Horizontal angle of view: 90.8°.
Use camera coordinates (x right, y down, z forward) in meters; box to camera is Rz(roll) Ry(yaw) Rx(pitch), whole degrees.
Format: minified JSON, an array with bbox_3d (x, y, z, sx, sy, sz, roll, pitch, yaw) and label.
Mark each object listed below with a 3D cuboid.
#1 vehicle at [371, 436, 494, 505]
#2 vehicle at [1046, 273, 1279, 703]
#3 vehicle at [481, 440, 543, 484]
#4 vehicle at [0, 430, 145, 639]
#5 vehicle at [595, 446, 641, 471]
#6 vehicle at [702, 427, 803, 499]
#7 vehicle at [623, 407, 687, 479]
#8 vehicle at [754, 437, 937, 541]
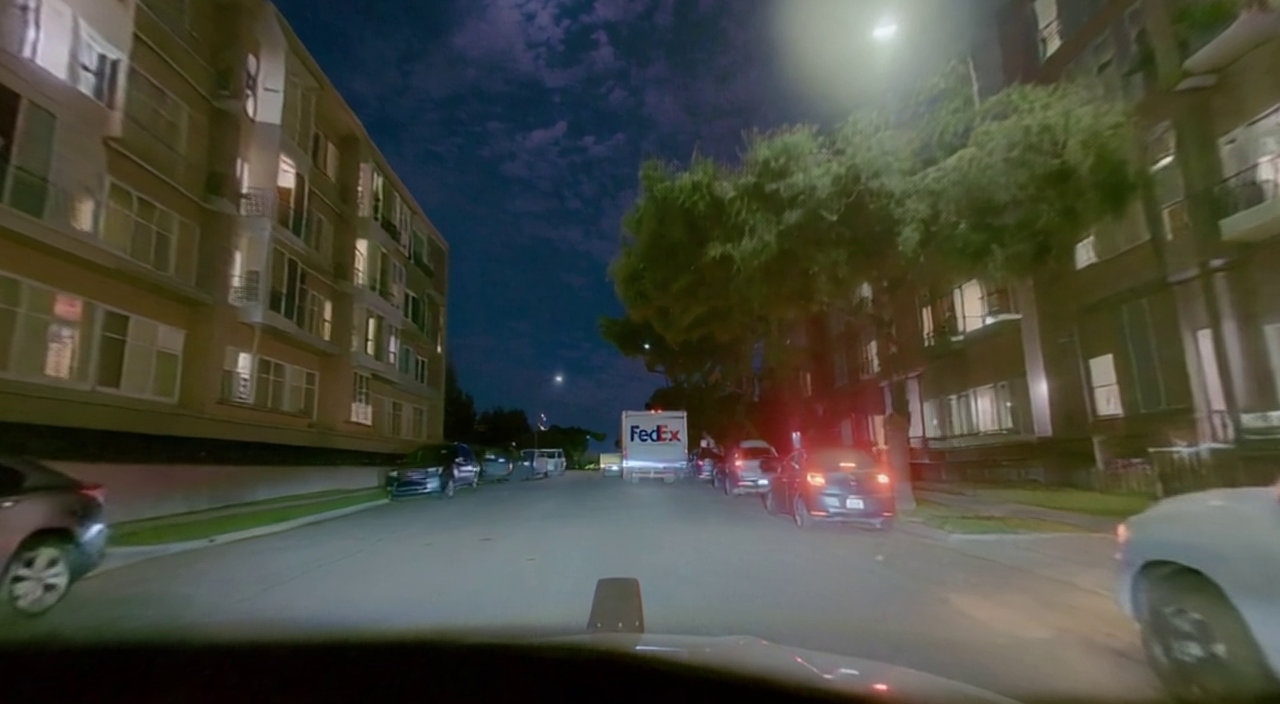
[{"bbox_3d":[-5.898,3.399,18.606,2.089,1.757,4.256,-1,-8,1],"label":"vehicle"},{"bbox_3d":[3.597,0.584,1.644,2.099,2.018,4.087,0,-8,-4],"label":"vehicle"},{"bbox_3d":[-5.924,5.110,29.822,2.020,1.867,4.654,0,-8,-1],"label":"vehicle"},{"bbox_3d":[-5.760,1.250,3.884,1.888,1.546,4.306,-1,-8,1],"label":"vehicle"},{"bbox_3d":[-1.395,6.894,41.223,1.981,1.500,3.992,-2,-9,13],"label":"vehicle"},{"bbox_3d":[3.457,3.538,20.658,2.221,1.991,5.564,0,-8,0],"label":"vehicle"},{"bbox_3d":[0.588,4.802,33.358,2.930,3.275,8.180,0,-8,-1],"label":"vehicle"},{"bbox_3d":[3.446,2.358,11.606,1.877,1.500,4.407,0,-8,0],"label":"vehicle"}]
